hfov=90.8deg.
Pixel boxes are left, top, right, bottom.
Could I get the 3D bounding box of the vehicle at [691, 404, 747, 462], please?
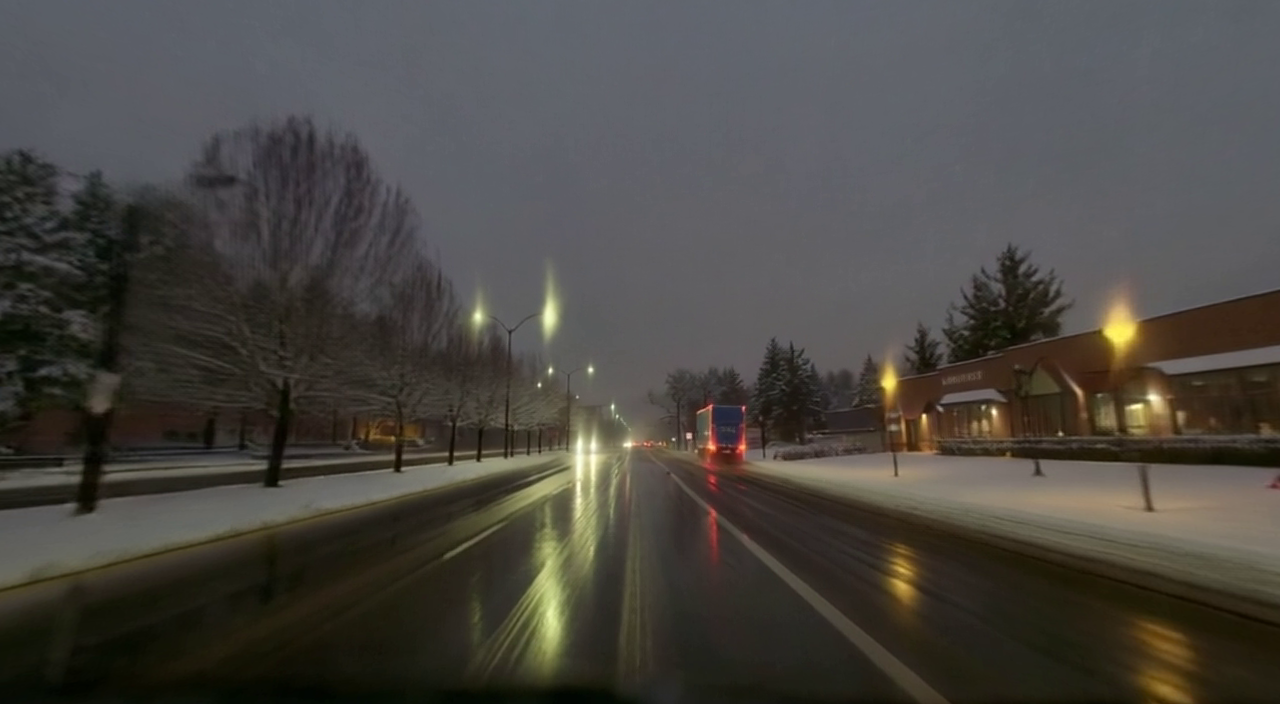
[{"bbox_3d":[5.999,6.441,49.383,2.981,4.106,8.794,0,-9,-2],"label":"vehicle"}]
